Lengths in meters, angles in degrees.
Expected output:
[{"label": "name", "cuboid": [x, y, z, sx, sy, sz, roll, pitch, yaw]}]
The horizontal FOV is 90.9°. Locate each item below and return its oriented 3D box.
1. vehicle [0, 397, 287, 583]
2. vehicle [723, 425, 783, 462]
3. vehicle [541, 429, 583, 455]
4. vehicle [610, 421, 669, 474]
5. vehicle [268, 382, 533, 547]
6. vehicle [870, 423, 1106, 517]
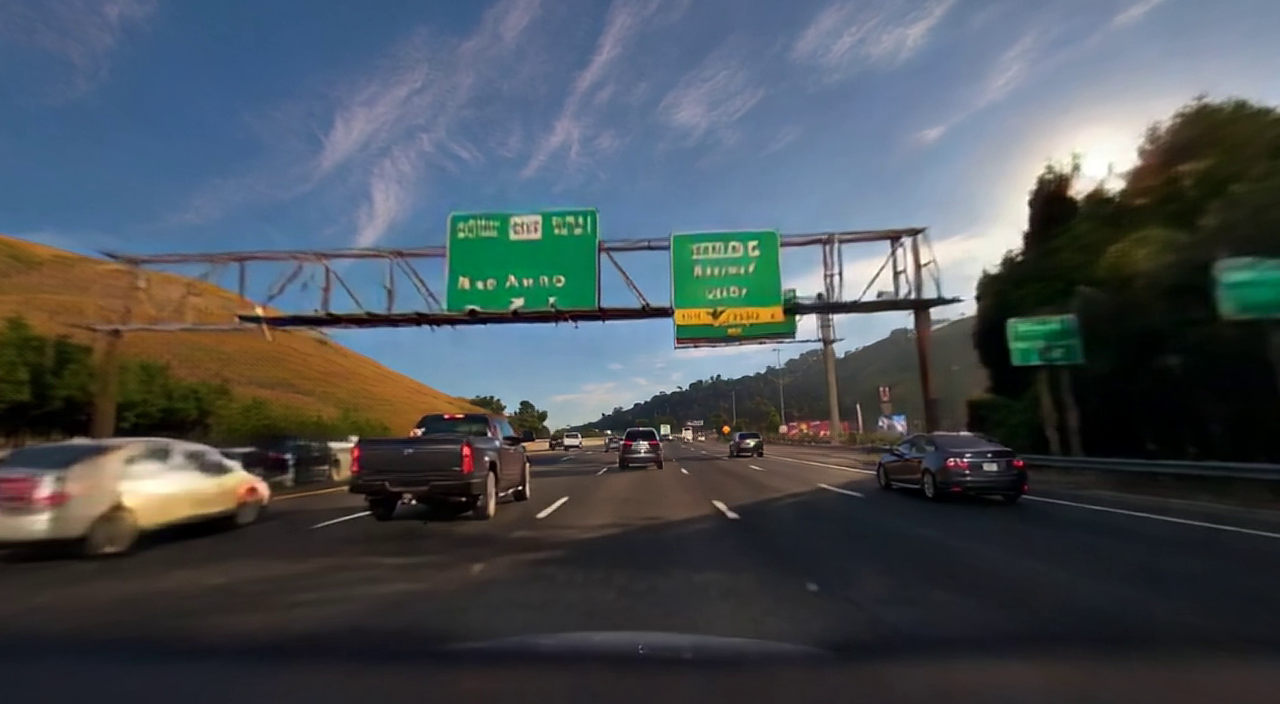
[{"label": "vehicle", "cuboid": [-6.928, 1.616, 8.139, 2.052, 1.720, 4.538, 0, -8, 1]}, {"label": "vehicle", "cuboid": [5.741, 4.729, 32.548, 2.067, 1.775, 4.372, 0, -8, -3]}, {"label": "vehicle", "cuboid": [-5.894, 6.919, 48.367, 2.238, 1.837, 5.979, -1, -8, 2]}, {"label": "vehicle", "cuboid": [0.008, 3.601, 23.921, 2.052, 1.808, 3.898, 0, -8, 1]}, {"label": "vehicle", "cuboid": [-3.425, 1.795, 10.690, 2.316, 1.999, 5.765, 0, -8, -1]}, {"label": "vehicle", "cuboid": [6.268, 2.169, 12.119, 1.998, 1.456, 4.338, 0, -8, -1]}]
